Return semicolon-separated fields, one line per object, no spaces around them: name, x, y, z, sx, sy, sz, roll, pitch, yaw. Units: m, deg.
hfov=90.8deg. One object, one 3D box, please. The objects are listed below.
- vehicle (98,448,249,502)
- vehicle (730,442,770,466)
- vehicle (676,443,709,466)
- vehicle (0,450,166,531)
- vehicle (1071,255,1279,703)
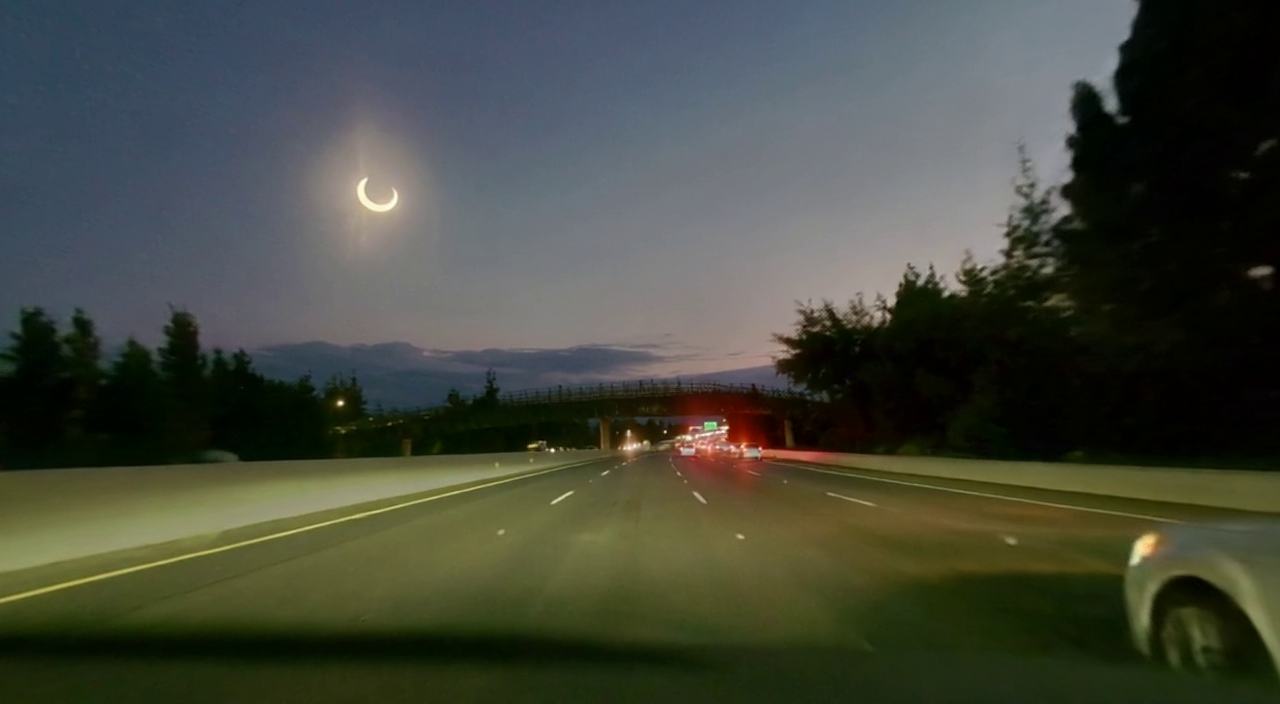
vehicle;-17.705;4.646;24.353;2.065;1.822;4.806;0;-9;1
vehicle;7.574;7.059;43.809;1.989;1.529;4.375;0;-9;0
vehicle;3.557;7.042;43.570;1.981;1.471;4.342;0;-9;1
vehicle;-14.594;3.281;15.544;2.106;1.674;4.768;0;-9;0
vehicle;3.876;0.363;0.649;2.693;2.044;5.882;0;-9;0
